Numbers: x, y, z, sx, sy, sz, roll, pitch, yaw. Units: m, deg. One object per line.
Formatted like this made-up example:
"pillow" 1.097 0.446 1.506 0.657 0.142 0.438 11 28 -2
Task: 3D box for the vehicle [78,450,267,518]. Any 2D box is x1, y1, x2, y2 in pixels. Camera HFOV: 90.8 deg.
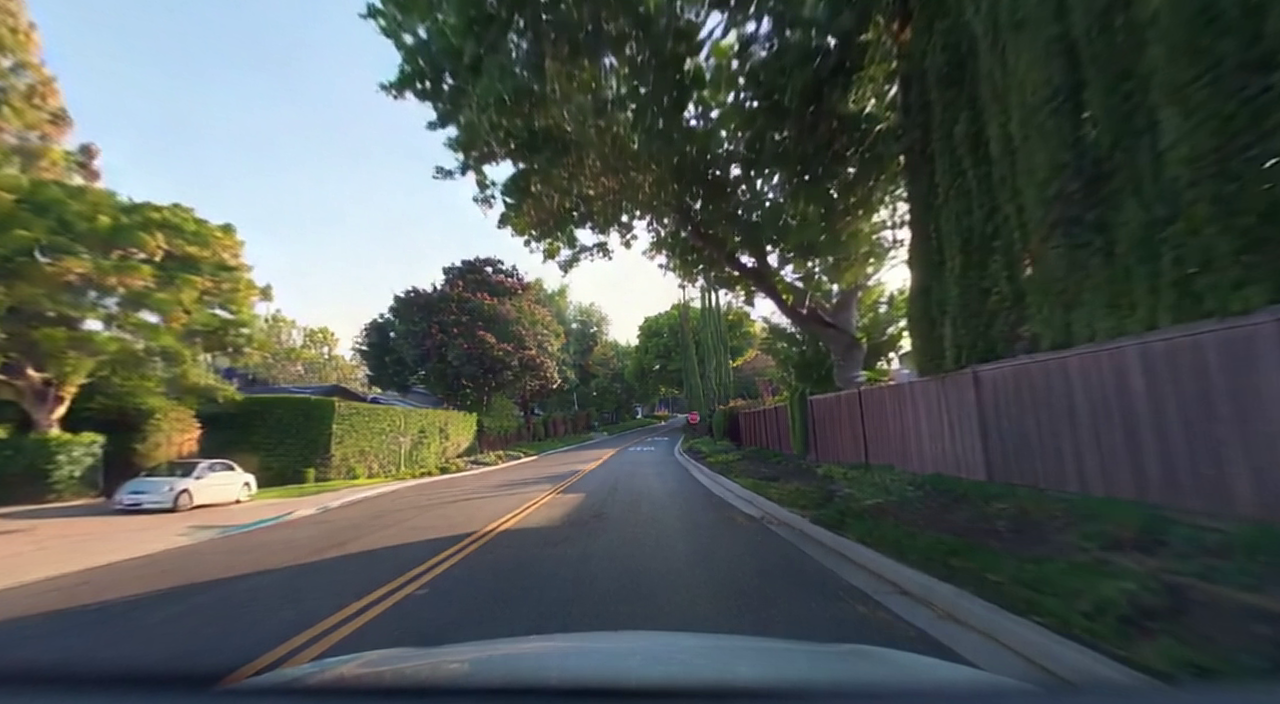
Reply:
"vehicle" -14.694 4.128 20.352 2.305 1.793 4.883 1 -8 0
